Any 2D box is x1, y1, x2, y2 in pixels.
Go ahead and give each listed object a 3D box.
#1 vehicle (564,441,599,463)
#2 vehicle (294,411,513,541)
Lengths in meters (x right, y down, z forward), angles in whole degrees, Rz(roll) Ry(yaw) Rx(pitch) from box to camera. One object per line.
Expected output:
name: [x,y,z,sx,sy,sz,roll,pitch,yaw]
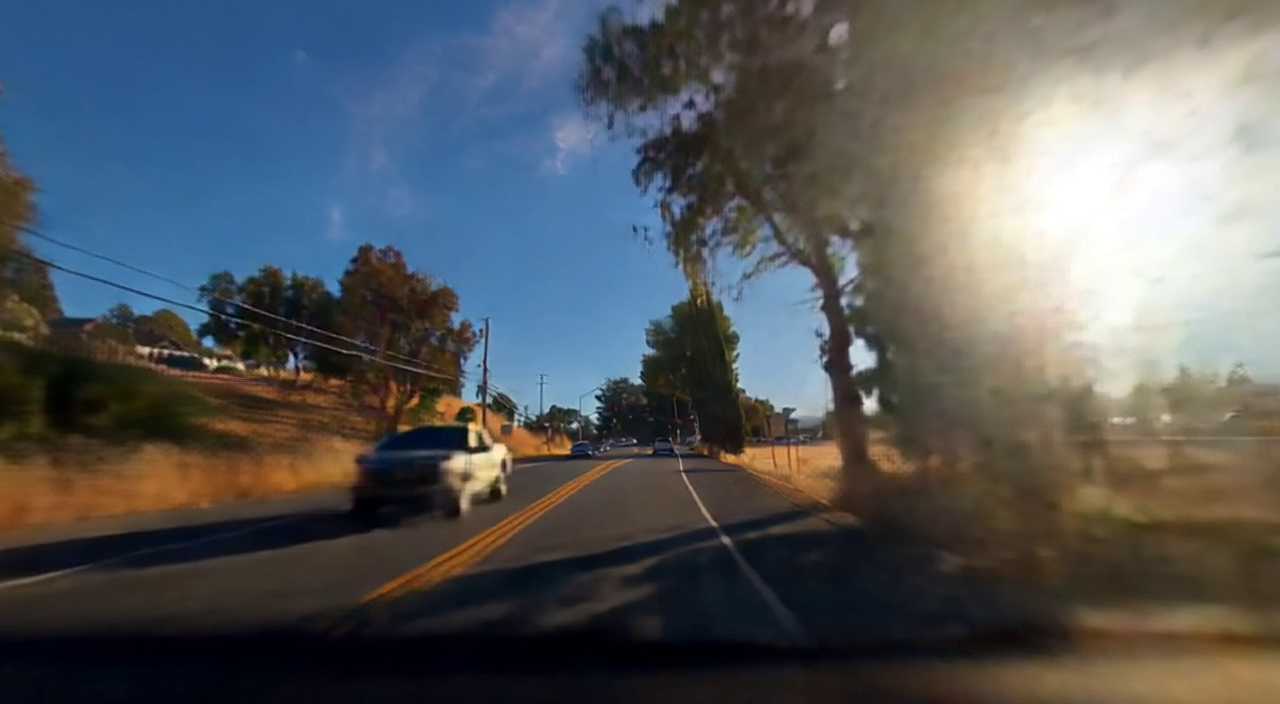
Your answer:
vehicle: [-4.161,7.197,45.670,2.002,1.455,4.450,-1,-8,2]
vehicle: [-3.790,2.076,11.258,2.097,1.791,4.663,-1,-8,0]
